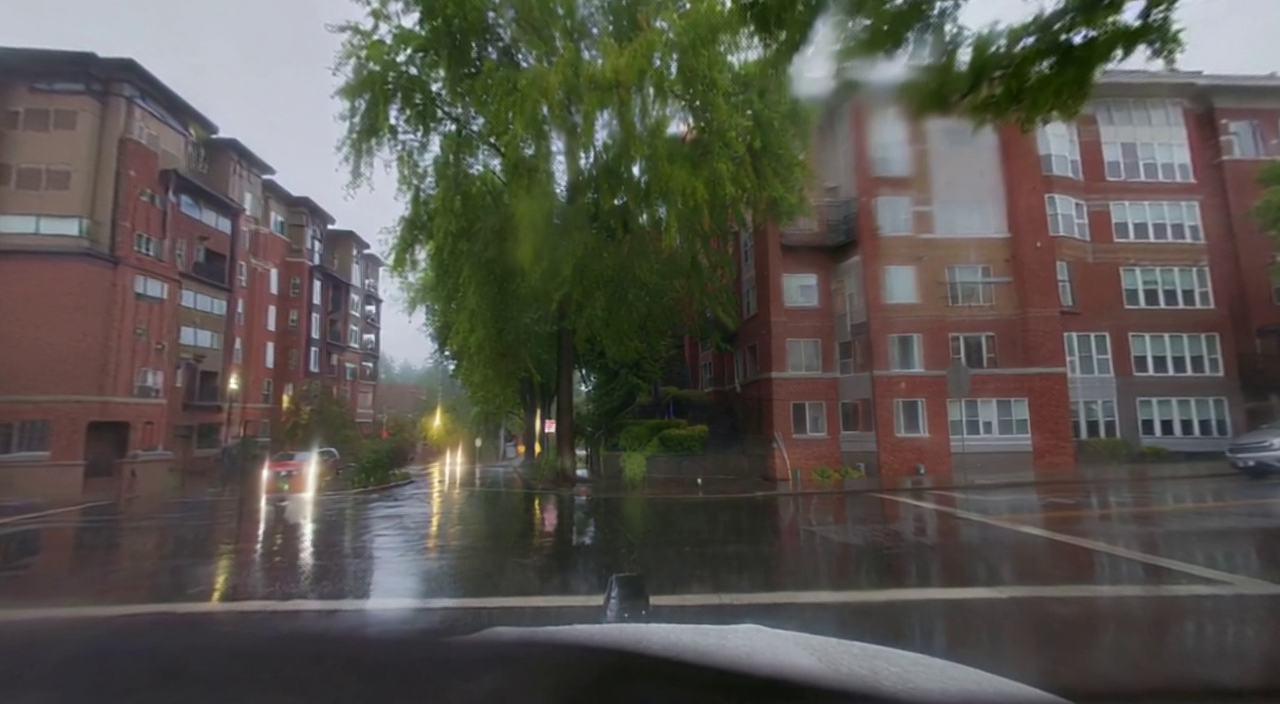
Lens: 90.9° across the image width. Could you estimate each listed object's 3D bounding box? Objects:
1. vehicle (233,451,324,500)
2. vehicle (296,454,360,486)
[{"bbox_3d":[-13.208,4.475,23.330,2.027,1.475,4.522,0,-8,-18],"label":"vehicle"},{"bbox_3d":[-15.850,5.982,32.247,1.941,1.442,4.384,2,-9,-14],"label":"vehicle"}]
